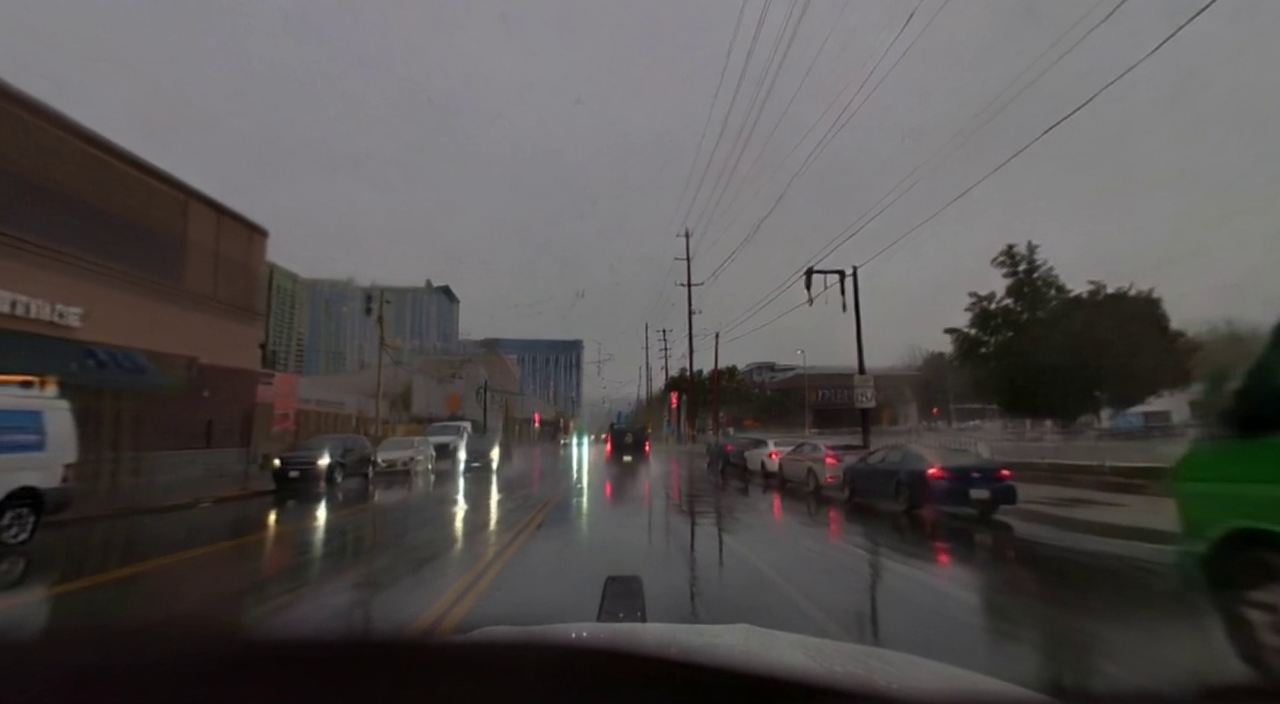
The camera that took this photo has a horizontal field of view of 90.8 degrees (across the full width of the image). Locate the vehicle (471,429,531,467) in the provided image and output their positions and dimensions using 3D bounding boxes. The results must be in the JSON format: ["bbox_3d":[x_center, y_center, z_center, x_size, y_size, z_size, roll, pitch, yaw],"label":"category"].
[{"bbox_3d":[-7.648,5.330,35.294,2.456,1.935,4.769,0,-8,-3],"label":"vehicle"}]

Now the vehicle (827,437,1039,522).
[{"bbox_3d":[5.723,2.514,13.137,1.921,1.430,4.455,1,-8,-6],"label":"vehicle"}]

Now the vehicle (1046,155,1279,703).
[{"bbox_3d":[4.513,0.125,1.308,2.492,2.720,6.884,0,-8,-2],"label":"vehicle"}]

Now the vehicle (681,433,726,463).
[{"bbox_3d":[4.008,6.226,41.012,2.079,1.788,4.974,0,-8,-4],"label":"vehicle"}]

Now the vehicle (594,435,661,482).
[{"bbox_3d":[-0.495,3.674,22.190,2.112,1.464,4.411,0,-8,-3],"label":"vehicle"}]

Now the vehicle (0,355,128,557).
[{"bbox_3d":[-9.899,1.302,7.752,2.398,2.723,5.816,0,-8,-2],"label":"vehicle"}]

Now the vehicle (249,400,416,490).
[{"bbox_3d":[-10.158,3.183,21.827,2.964,2.597,6.437,0,-8,-5],"label":"vehicle"}]
